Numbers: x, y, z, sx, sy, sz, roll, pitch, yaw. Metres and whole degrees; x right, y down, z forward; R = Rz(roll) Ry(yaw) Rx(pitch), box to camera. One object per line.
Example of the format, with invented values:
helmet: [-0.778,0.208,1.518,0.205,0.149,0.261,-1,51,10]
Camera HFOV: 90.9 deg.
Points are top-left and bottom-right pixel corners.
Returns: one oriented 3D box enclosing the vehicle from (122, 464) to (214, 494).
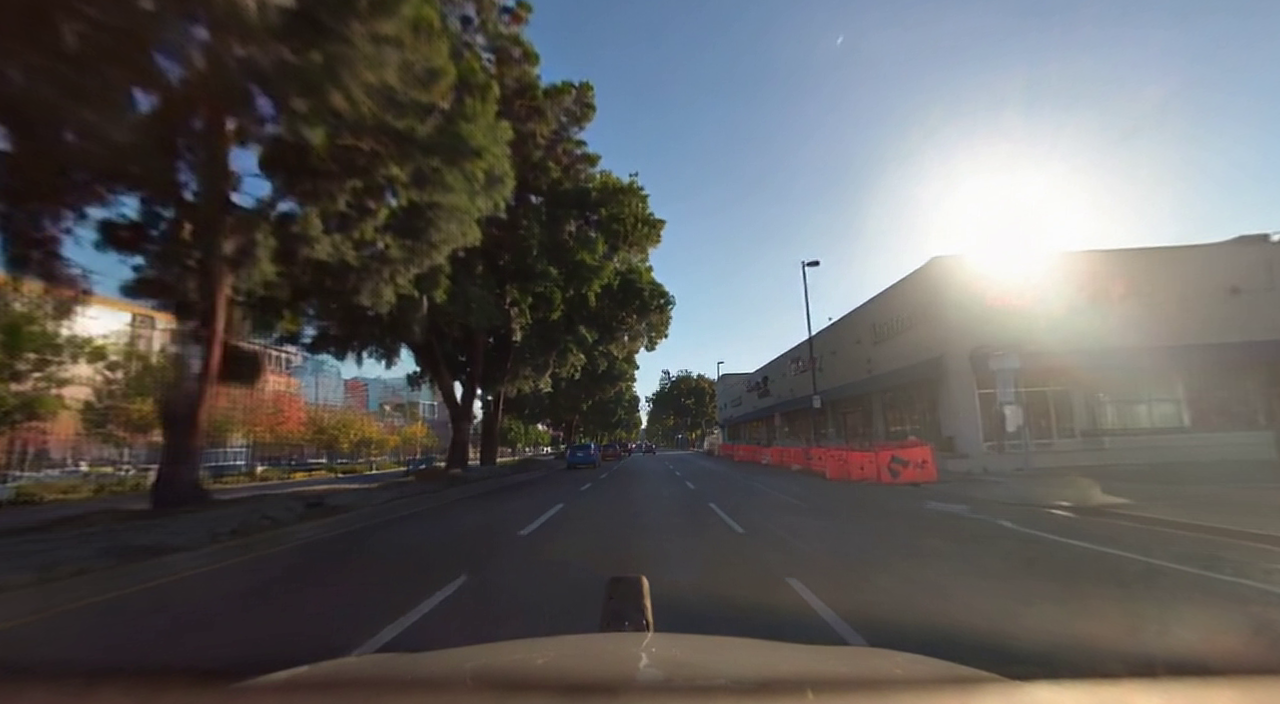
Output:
vehicle: [-30.053,8.070,40.221,4.492,1.450,1.833,3,-11,-42]

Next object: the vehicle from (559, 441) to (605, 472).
vehicle: [-2.880,5.324,32.289,1.926,1.442,4.231,0,-8,0]

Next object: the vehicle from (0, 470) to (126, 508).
vehicle: [-30.309,7.115,33.089,4.831,1.621,2.138,8,-12,-44]
